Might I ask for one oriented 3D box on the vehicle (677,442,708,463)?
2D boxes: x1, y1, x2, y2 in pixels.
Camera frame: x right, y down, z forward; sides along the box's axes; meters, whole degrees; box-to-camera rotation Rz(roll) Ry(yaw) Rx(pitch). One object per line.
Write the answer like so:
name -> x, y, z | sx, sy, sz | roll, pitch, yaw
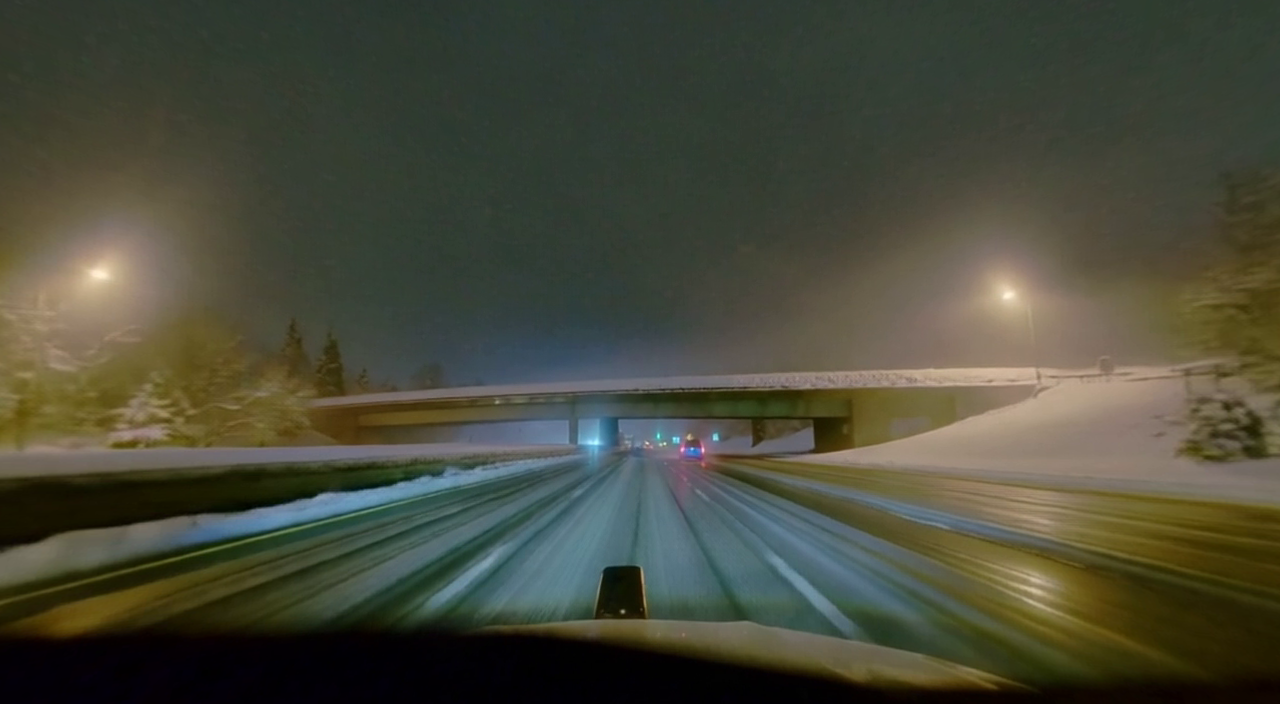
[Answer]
vehicle -> 3.991, 7.686, 48.605 | 1.949, 1.515, 4.374 | 0, -8, -1
